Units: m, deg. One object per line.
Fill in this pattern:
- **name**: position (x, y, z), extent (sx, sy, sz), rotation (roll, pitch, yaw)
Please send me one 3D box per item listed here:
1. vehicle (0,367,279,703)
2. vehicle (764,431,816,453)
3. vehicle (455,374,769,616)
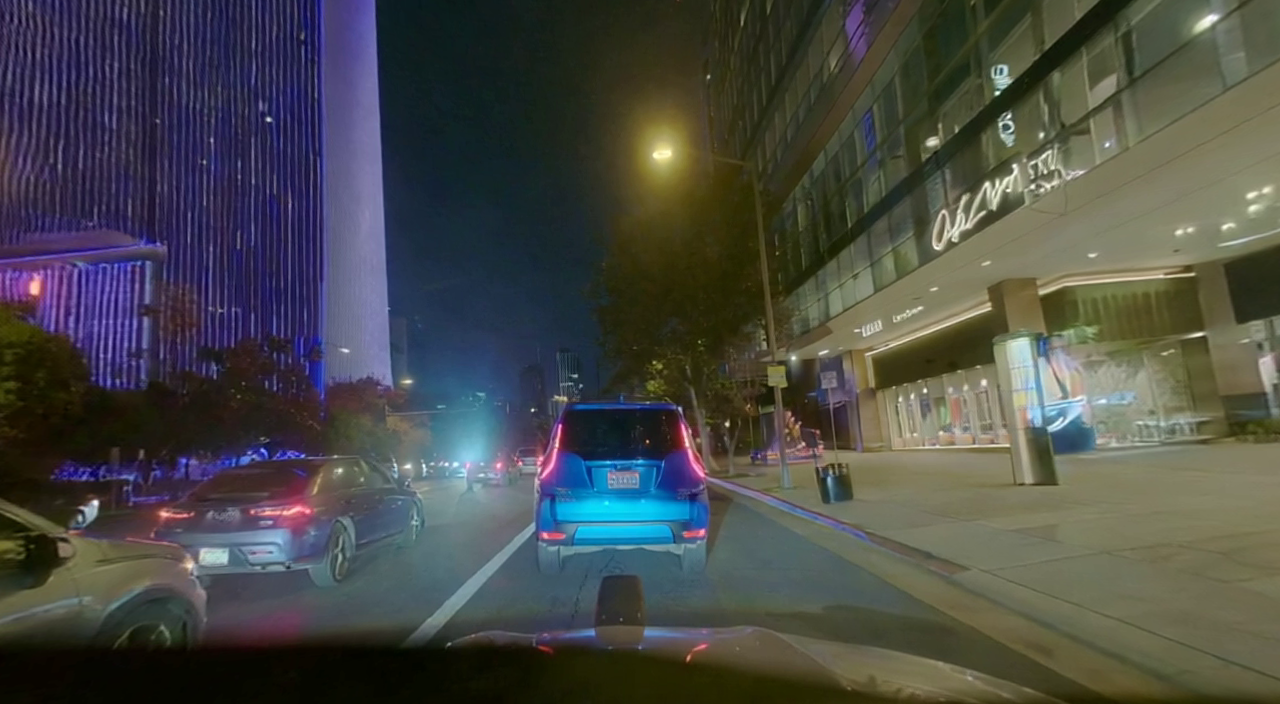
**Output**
- **vehicle**: position (-3.189, 0.810, 1.623), extent (1.971, 1.658, 4.428), rotation (0, -8, -1)
- **vehicle**: position (10.299, 6.191, 43.197), extent (1.877, 1.416, 3.965), rotation (-8, -12, 38)
- **vehicle**: position (-0.357, 1.465, 7.392), extent (2.531, 1.930, 4.382), rotation (0, -8, -4)
